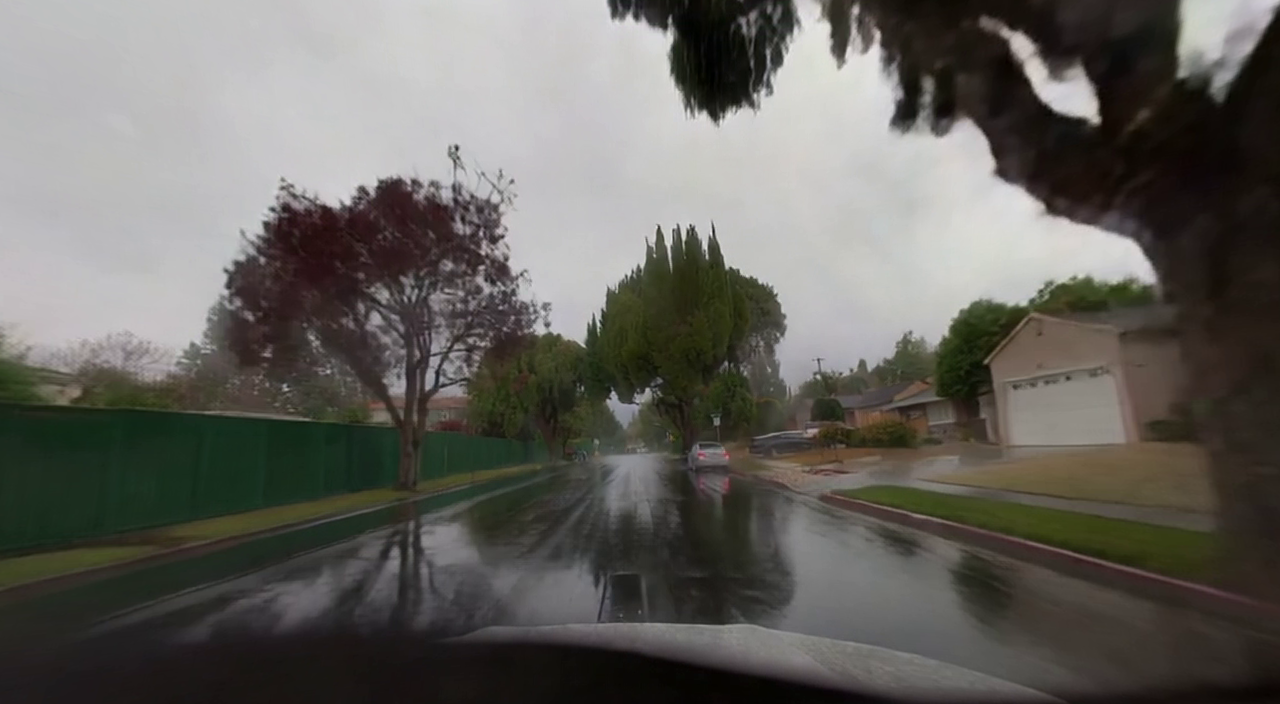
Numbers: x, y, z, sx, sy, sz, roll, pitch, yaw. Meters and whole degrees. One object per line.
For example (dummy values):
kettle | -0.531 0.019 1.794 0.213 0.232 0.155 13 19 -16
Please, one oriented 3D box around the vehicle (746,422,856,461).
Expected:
vehicle | 9.614 5.418 38.217 5.935 1.911 2.236 -4 -9 0

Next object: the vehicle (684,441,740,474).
vehicle | 3.569 5.304 32.133 2.051 1.524 5.047 0 -8 -2
